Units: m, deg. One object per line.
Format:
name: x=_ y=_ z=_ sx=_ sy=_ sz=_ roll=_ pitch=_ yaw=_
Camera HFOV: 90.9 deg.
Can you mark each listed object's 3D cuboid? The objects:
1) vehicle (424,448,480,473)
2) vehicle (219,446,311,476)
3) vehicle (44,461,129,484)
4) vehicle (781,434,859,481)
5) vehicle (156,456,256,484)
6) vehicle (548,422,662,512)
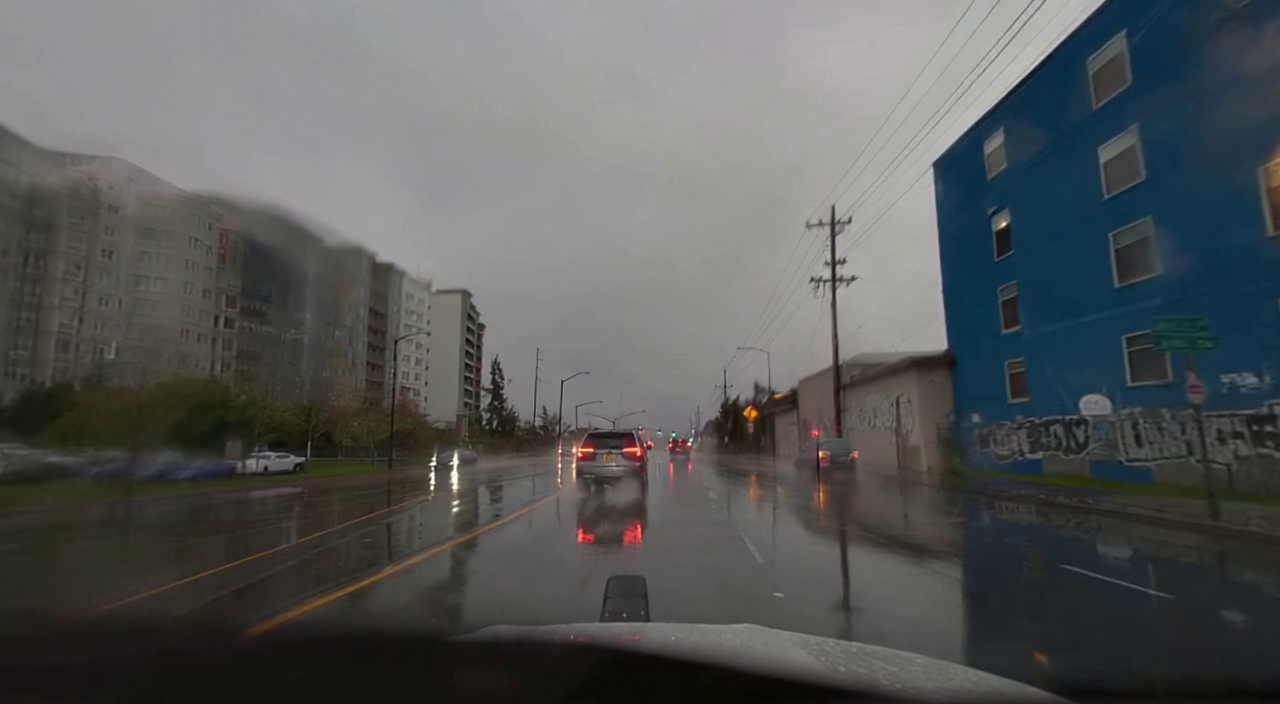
vehicle: x=-12.052 y=6.988 z=40.739 sx=1.842 sy=1.482 sz=4.386 roll=-1 pitch=-8 yaw=7
vehicle: x=-25.774 y=7.516 z=43.527 sx=4.916 sy=1.826 sz=2.242 roll=-2 pitch=-10 yaw=-1
vehicle: x=-40.454 y=8.774 z=46.222 sx=1.908 sy=1.433 sz=4.543 roll=-2 pitch=-9 yaw=4
vehicle: x=7.293 y=4.298 z=25.968 sx=1.952 sy=1.749 sz=4.311 roll=0 pitch=-8 yaw=1
vehicle: x=-26.511 y=7.176 z=38.572 sx=4.712 sy=1.473 sz=2.083 roll=-3 pitch=-9 yaw=5
vehicle: x=-0.638 y=2.668 z=15.159 sx=2.160 sy=1.786 sz=4.702 roll=-1 pitch=-8 yaw=4
